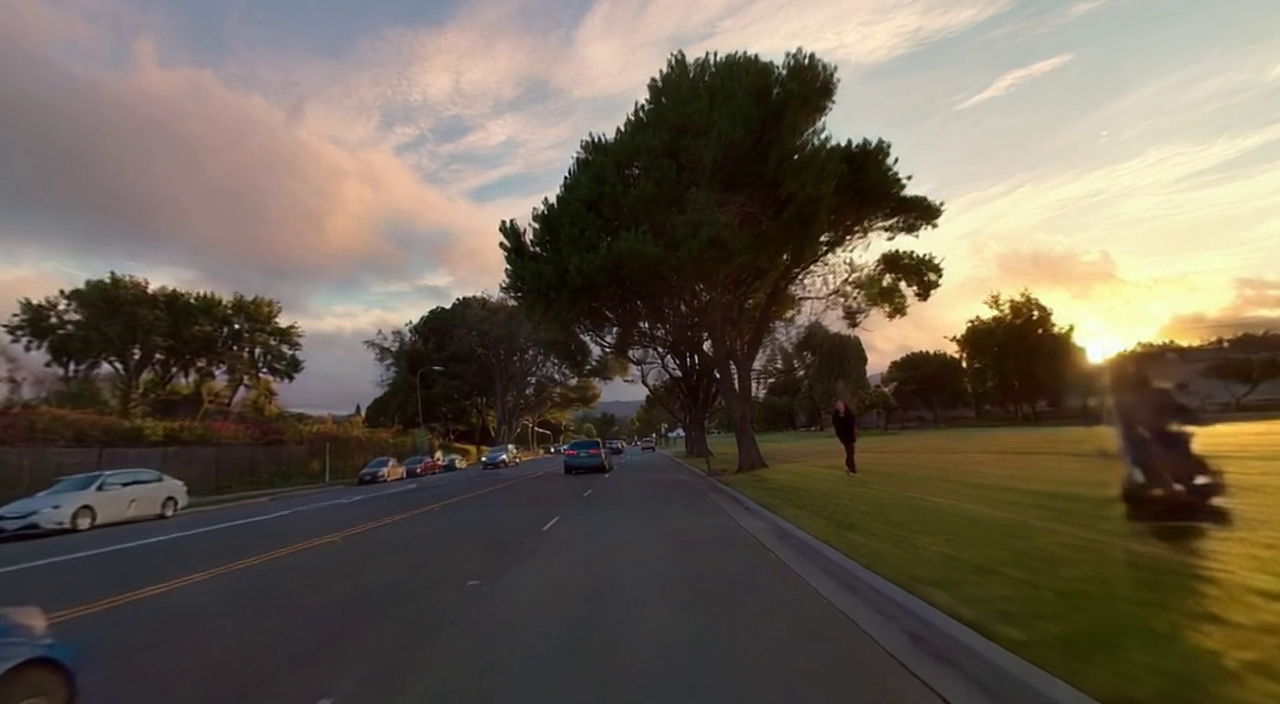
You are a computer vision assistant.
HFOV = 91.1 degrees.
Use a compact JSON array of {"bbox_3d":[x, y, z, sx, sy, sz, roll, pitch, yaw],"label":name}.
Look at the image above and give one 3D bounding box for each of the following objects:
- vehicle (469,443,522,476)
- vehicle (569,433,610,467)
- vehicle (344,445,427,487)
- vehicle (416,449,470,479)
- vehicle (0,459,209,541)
[{"bbox_3d":[-8.752,6.524,38.417,2.019,1.907,4.697,0,-8,2],"label":"vehicle"},{"bbox_3d":[-2.847,5.628,36.131,1.908,1.809,4.230,0,-8,1],"label":"vehicle"},{"bbox_3d":[-11.934,5.344,29.850,1.904,1.728,4.997,1,-8,-1],"label":"vehicle"},{"bbox_3d":[-11.936,6.794,38.328,1.910,1.462,4.581,-4,-7,-2],"label":"vehicle"},{"bbox_3d":[-12.345,3.206,14.235,1.887,1.469,4.691,0,-9,-1],"label":"vehicle"}]
